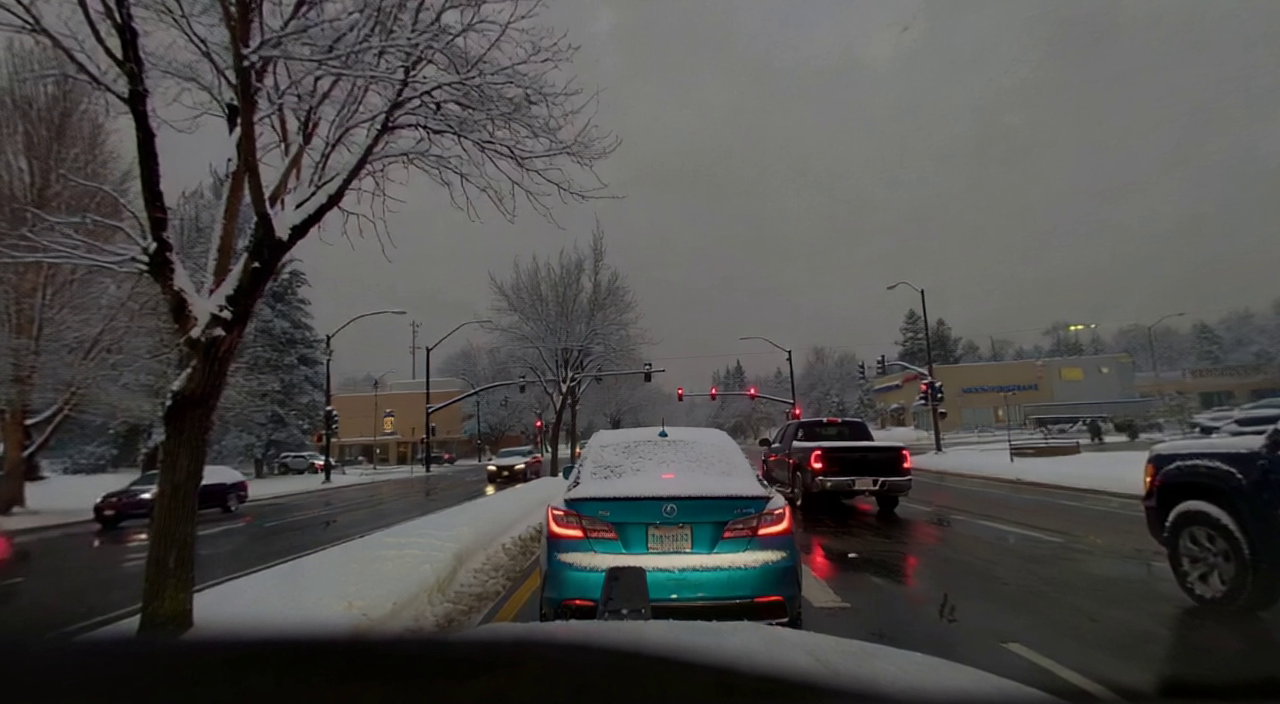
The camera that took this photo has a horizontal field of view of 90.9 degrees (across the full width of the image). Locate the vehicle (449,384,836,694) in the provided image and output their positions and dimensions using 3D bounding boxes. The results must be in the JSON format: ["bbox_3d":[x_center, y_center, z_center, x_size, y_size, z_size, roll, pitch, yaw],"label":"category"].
[{"bbox_3d":[-0.018,1.311,5.521,2.116,1.677,3.948,0,-8,-1],"label":"vehicle"}]

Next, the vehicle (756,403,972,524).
[{"bbox_3d":[4.168,2.212,13.111,2.319,1.930,5.651,0,-8,-1],"label":"vehicle"}]

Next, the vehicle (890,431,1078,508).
[{"bbox_3d":[7.592,2.620,14.564,1.856,1.487,4.454,-1,-8,1],"label":"vehicle"}]

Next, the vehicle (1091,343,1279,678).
[{"bbox_3d":[4.457,0.714,2.456,2.019,1.803,4.634,-1,-8,2],"label":"vehicle"}]

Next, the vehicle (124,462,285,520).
[{"bbox_3d":[-13.761,4.377,20.348,1.935,1.518,4.415,-1,-8,2],"label":"vehicle"}]

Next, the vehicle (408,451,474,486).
[{"bbox_3d":[-9.634,5.654,30.912,1.806,1.473,4.303,-1,-8,1],"label":"vehicle"}]

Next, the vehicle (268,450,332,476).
[{"bbox_3d":[-24.052,7.835,44.803,1.798,1.706,4.385,-1,-8,6],"label":"vehicle"}]
